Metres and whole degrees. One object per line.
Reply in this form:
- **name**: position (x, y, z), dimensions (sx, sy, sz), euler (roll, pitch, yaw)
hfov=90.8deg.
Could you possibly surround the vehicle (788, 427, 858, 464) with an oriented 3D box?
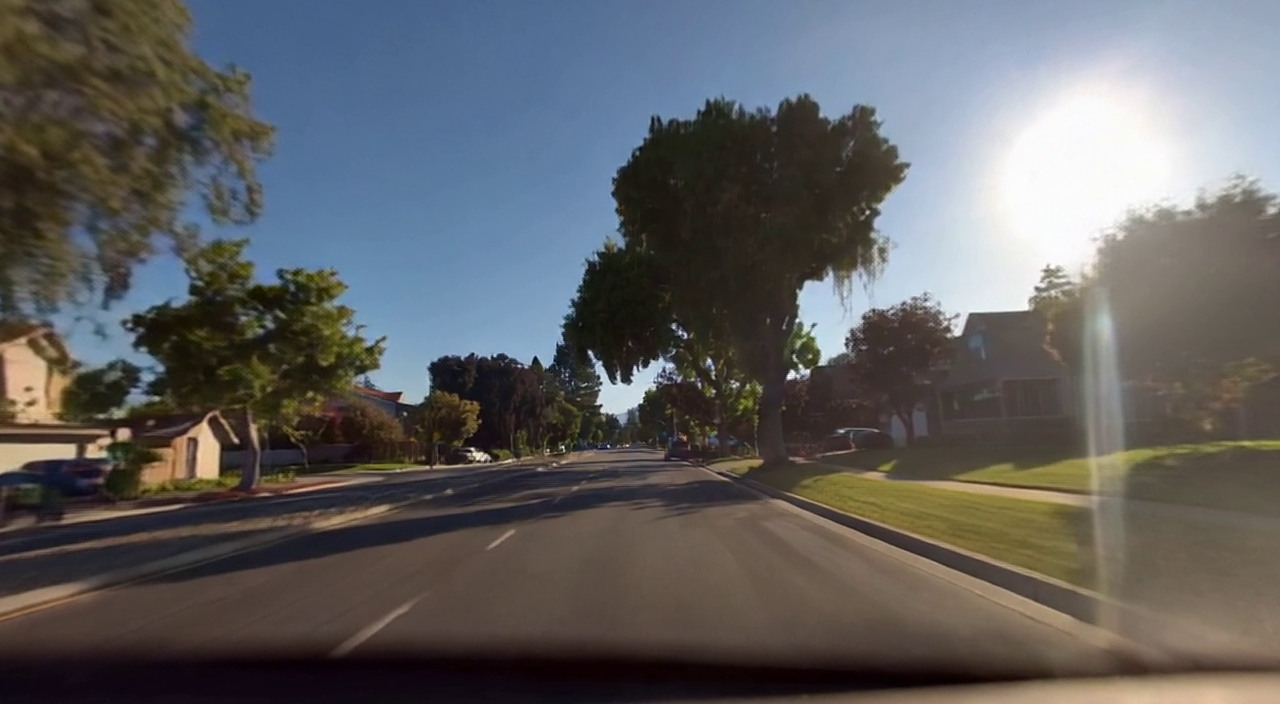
- **vehicle**: position (9.248, 4.765, 32.427), dimensions (1.971, 1.641, 5.191), euler (-4, -8, 0)

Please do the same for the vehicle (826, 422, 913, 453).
- **vehicle**: position (14.702, 5.511, 40.631), dimensions (4.723, 1.883, 2.011), euler (0, -8, -2)

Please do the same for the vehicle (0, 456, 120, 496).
- **vehicle**: position (-24.008, 4.929, 25.293), dimensions (4.595, 1.491, 1.902), euler (0, -8, 0)

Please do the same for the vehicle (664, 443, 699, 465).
- **vehicle**: position (2.956, 7.394, 46.007), dimensions (2.037, 1.518, 4.904), euler (0, -8, -2)
